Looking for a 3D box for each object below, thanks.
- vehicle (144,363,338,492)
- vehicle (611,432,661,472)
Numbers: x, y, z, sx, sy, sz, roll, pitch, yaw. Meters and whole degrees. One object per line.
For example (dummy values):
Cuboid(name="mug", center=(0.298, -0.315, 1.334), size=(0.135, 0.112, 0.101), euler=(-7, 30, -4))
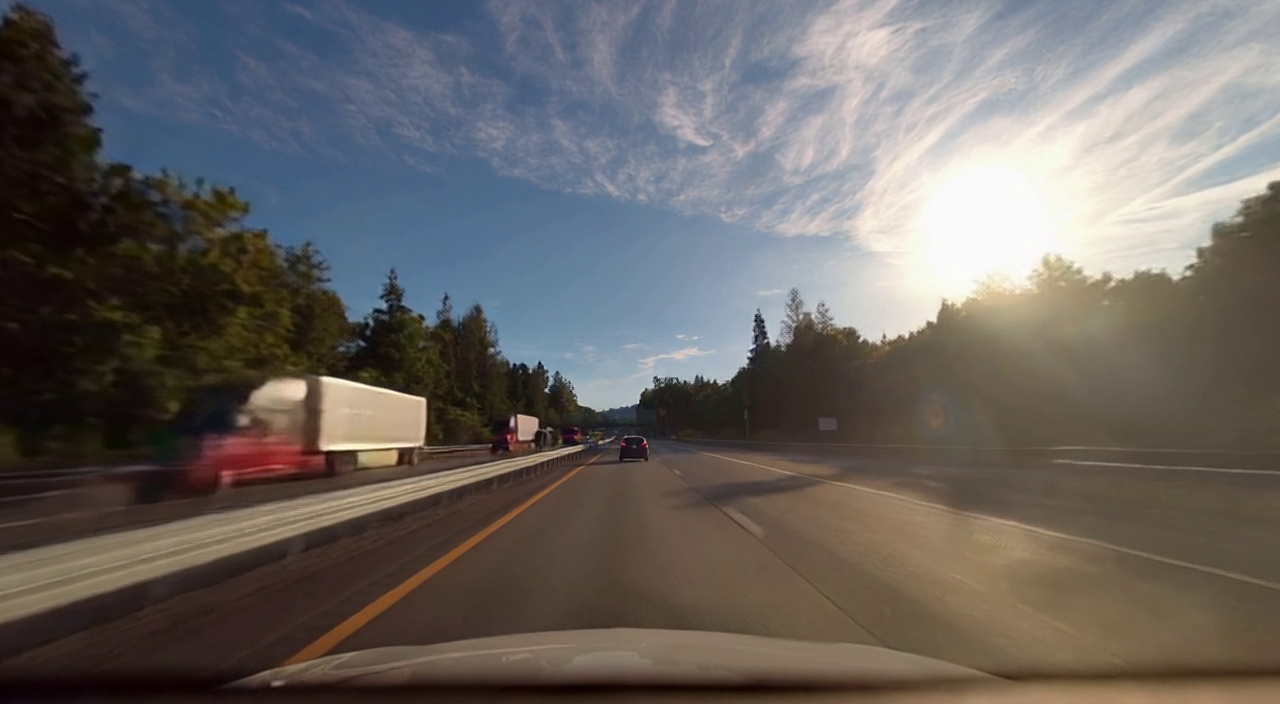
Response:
Cuboid(name="vehicle", center=(-13.820, 2.729, 22.525), size=(3.024, 3.983, 5.858), euler=(0, -8, -1))
Cuboid(name="vehicle", center=(-0.201, 4.048, 25.702), size=(1.897, 1.479, 3.724), euler=(0, -8, -2))
